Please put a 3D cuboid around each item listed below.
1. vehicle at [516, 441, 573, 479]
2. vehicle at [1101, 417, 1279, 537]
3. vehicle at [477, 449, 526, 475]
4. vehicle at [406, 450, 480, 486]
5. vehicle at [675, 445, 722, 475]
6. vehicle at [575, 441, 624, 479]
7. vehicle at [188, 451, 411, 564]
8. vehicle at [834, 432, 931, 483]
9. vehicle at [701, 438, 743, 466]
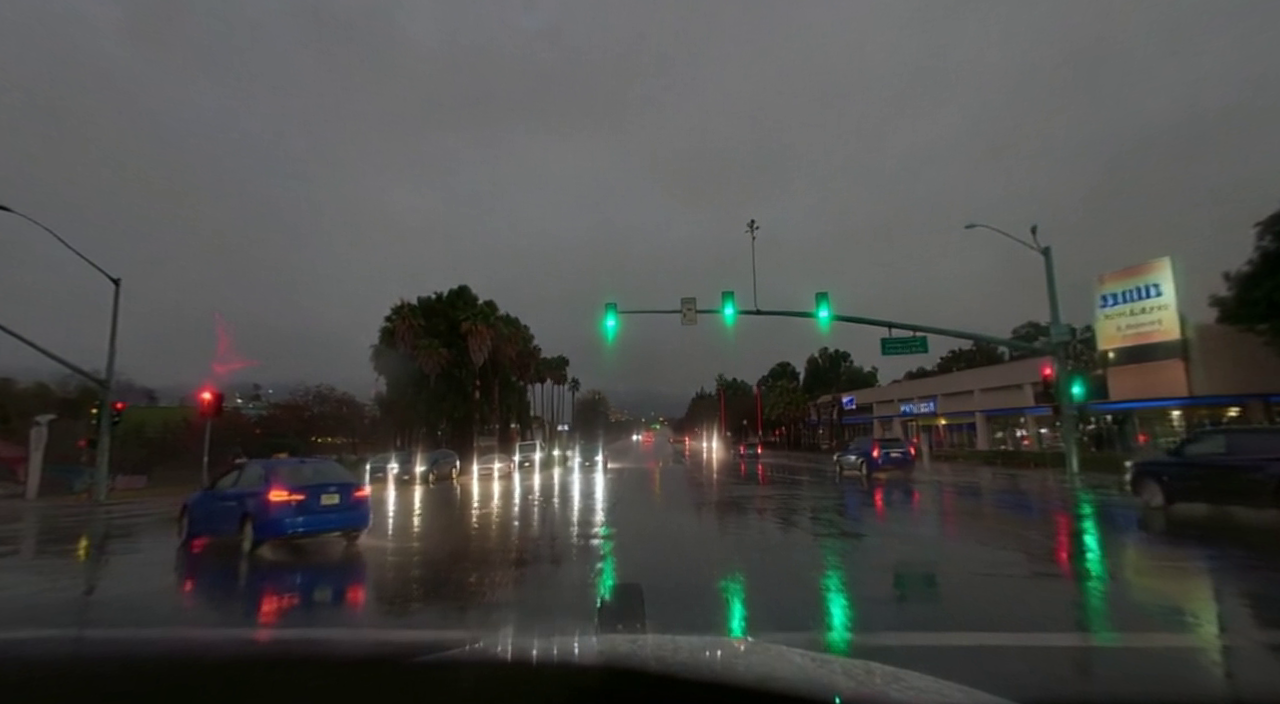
[{"bbox_3d":[-4.687,5.349,31.497,2.187,1.740,4.022,0,-8,0],"label":"vehicle"},{"bbox_3d":[10.705,2.060,10.729,2.199,1.773,4.568,0,-9,-1],"label":"vehicle"},{"bbox_3d":[-8.526,6.830,39.349,1.973,1.474,4.495,0,-8,1],"label":"vehicle"},{"bbox_3d":[-9.052,5.327,29.414,2.041,1.498,4.348,0,-9,0],"label":"vehicle"},{"bbox_3d":[3.047,5.707,33.720,1.977,1.449,4.254,0,-8,-2],"label":"vehicle"},{"bbox_3d":[-1.942,5.324,31.498,2.041,1.473,4.221,-1,-5,2],"label":"vehicle"},{"bbox_3d":[-5.923,2.444,10.780,4.206,1.471,2.089,-8,-12,44],"label":"vehicle"},{"bbox_3d":[9.804,4.298,26.034,2.059,1.859,4.690,0,-9,-1],"label":"vehicle"},{"bbox_3d":[6.042,7.429,47.057,2.313,1.935,4.969,0,-9,-2],"label":"vehicle"}]
